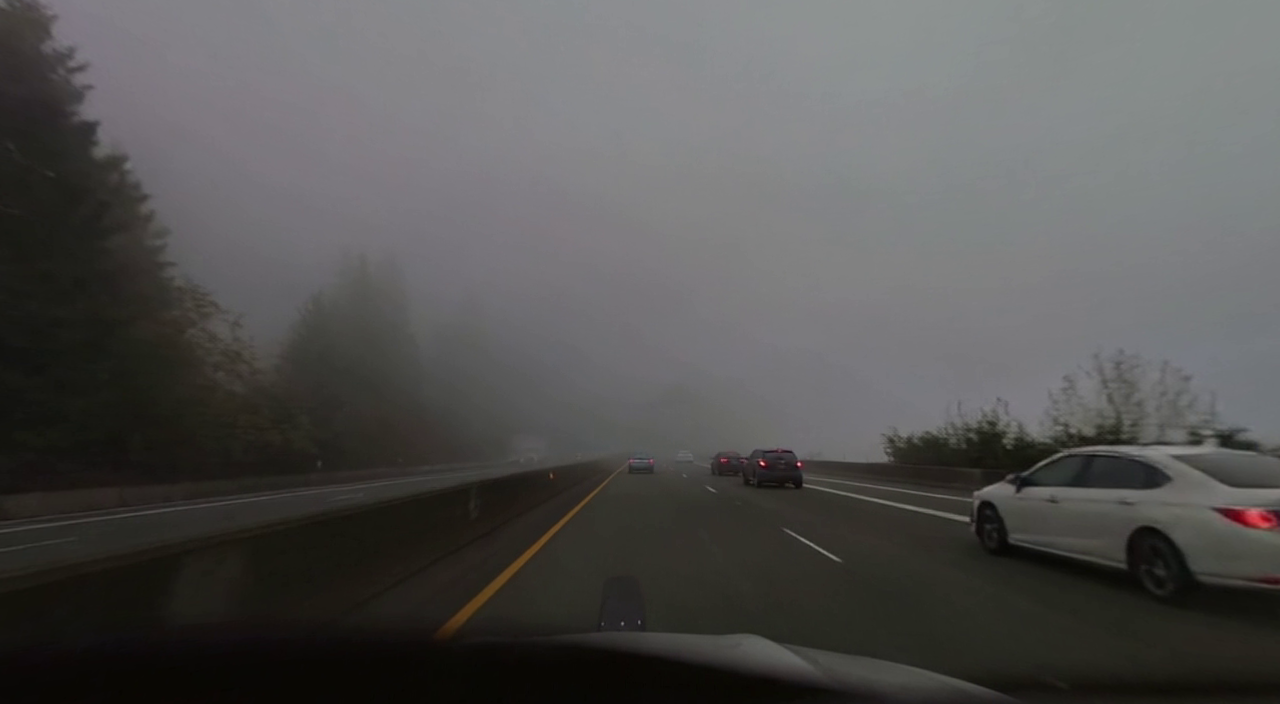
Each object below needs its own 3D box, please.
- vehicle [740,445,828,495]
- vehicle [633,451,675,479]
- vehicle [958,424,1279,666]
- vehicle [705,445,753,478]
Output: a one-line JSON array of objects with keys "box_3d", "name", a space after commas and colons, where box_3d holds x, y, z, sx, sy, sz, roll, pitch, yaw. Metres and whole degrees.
[{"box_3d": [4.701, 3.904, 21.153, 1.952, 1.495, 3.740, 0, -9, -1], "name": "vehicle"}, {"box_3d": [0.676, 5.730, 32.133, 2.012, 1.320, 3.777, 0, -9, 0], "name": "vehicle"}, {"box_3d": [4.819, 1.402, 5.291, 1.827, 1.462, 4.697, 0, -9, 0], "name": "vehicle"}, {"box_3d": [4.748, 5.893, 34.246, 1.969, 1.639, 4.472, 0, -9, 0], "name": "vehicle"}]
